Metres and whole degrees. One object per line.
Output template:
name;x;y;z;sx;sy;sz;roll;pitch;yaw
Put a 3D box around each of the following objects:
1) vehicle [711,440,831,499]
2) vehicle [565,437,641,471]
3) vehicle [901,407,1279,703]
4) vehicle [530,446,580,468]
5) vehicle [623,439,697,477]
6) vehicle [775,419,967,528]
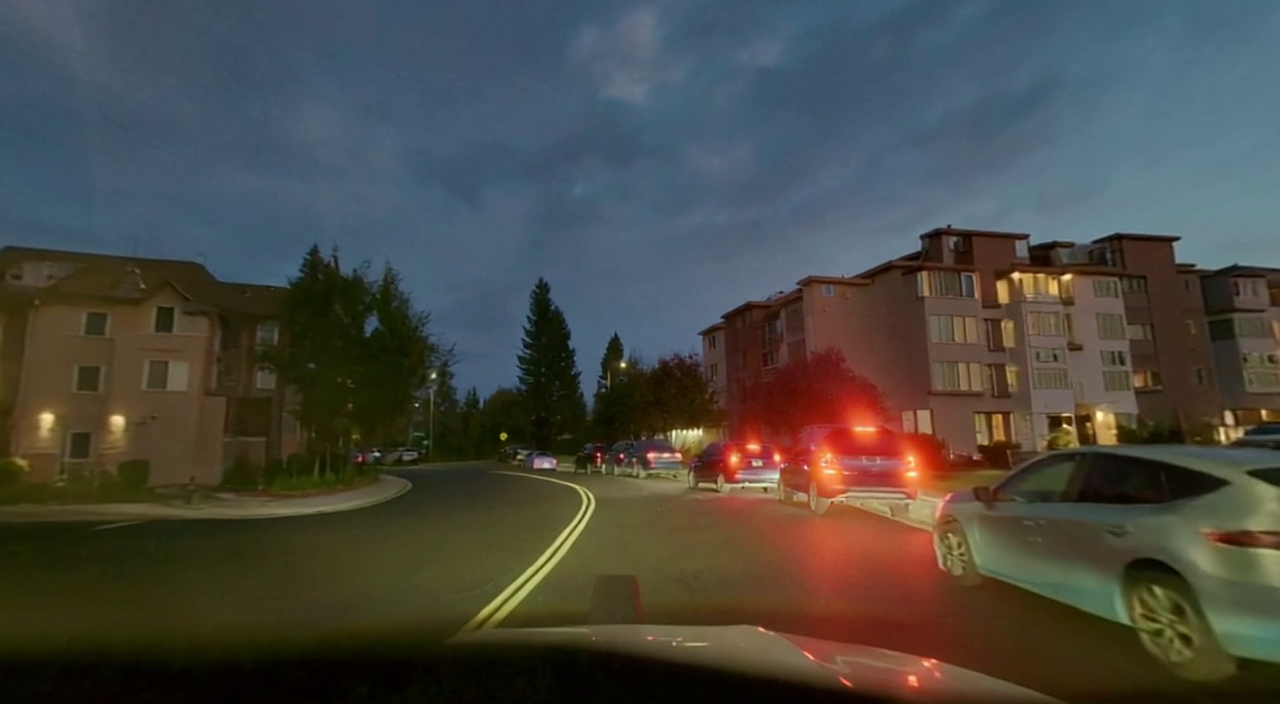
vehicle;3.676;3.400;18.724;1.844;1.501;4.635;2;-9;-10
vehicle;-2.374;6.217;38.767;2.511;1.904;6.143;4;-10;-25
vehicle;3.913;1.292;4.692;2.046;1.502;4.767;0;-9;2
vehicle;-6.202;7.547;45.669;1.789;1.504;4.435;6;-10;-33
vehicle;0.894;5.208;31.245;1.967;1.698;4.649;3;-9;-21
vehicle;4.341;2.356;12.826;1.922;1.785;4.513;1;-9;-4
